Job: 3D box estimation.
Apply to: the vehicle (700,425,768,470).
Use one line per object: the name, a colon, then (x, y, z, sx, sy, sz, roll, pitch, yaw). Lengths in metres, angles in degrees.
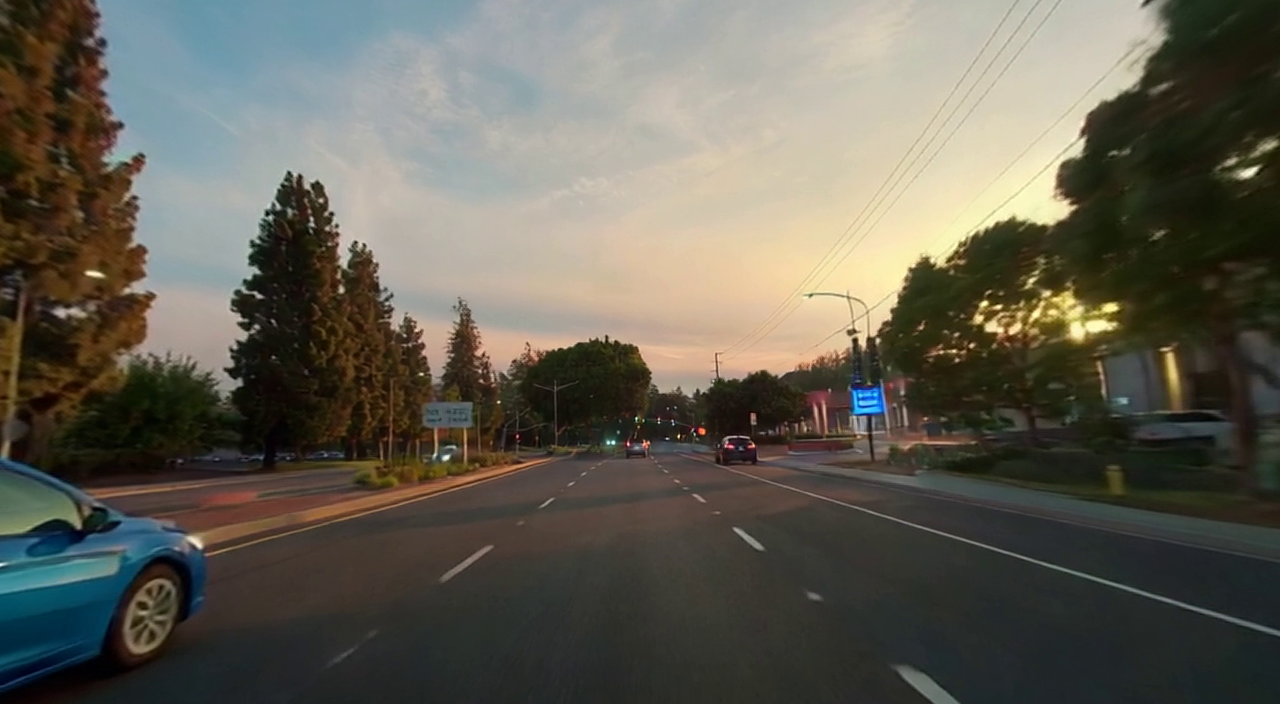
vehicle: (4.545, 4.756, 31.538, 2.476, 2.016, 5.586, 0, -8, -1)

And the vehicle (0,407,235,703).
vehicle: (-3.908, 0.915, 2.295, 2.017, 1.470, 4.293, 0, -8, 0)
